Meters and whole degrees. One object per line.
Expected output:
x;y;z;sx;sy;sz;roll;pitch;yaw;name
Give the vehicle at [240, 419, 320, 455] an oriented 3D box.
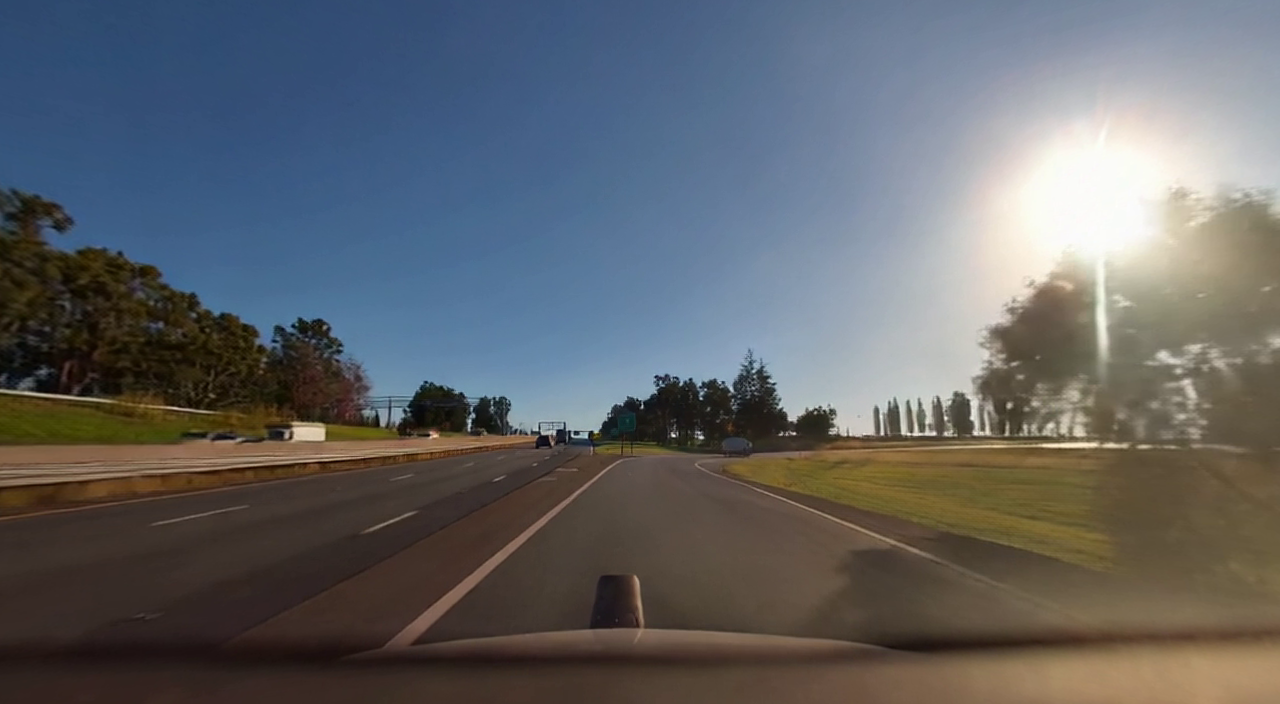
-25.953;6.175;45.771;2.208;2.438;6.660;0;-8;-4;vehicle
